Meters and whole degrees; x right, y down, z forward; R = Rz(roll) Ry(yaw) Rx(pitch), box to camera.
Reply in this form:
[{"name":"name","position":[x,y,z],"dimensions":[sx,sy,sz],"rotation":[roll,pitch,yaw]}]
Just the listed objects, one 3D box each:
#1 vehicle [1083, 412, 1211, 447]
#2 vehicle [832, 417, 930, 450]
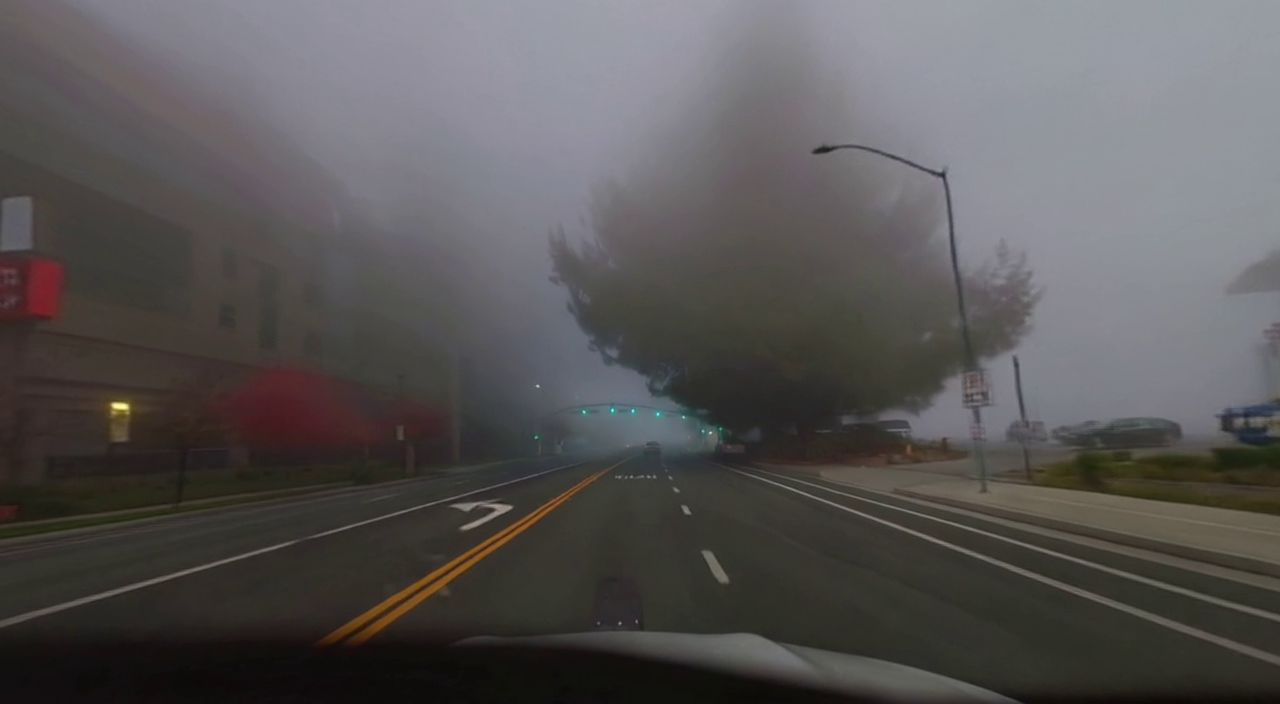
[{"name":"vehicle","position":[24.000,3.780,30.045],"dimensions":[1.943,1.531,4.579],"rotation":[1,-9,-7]},{"name":"vehicle","position":[16.061,5.498,42.201],"dimensions":[5.546,2.117,2.443],"rotation":[0,-9,0]}]
